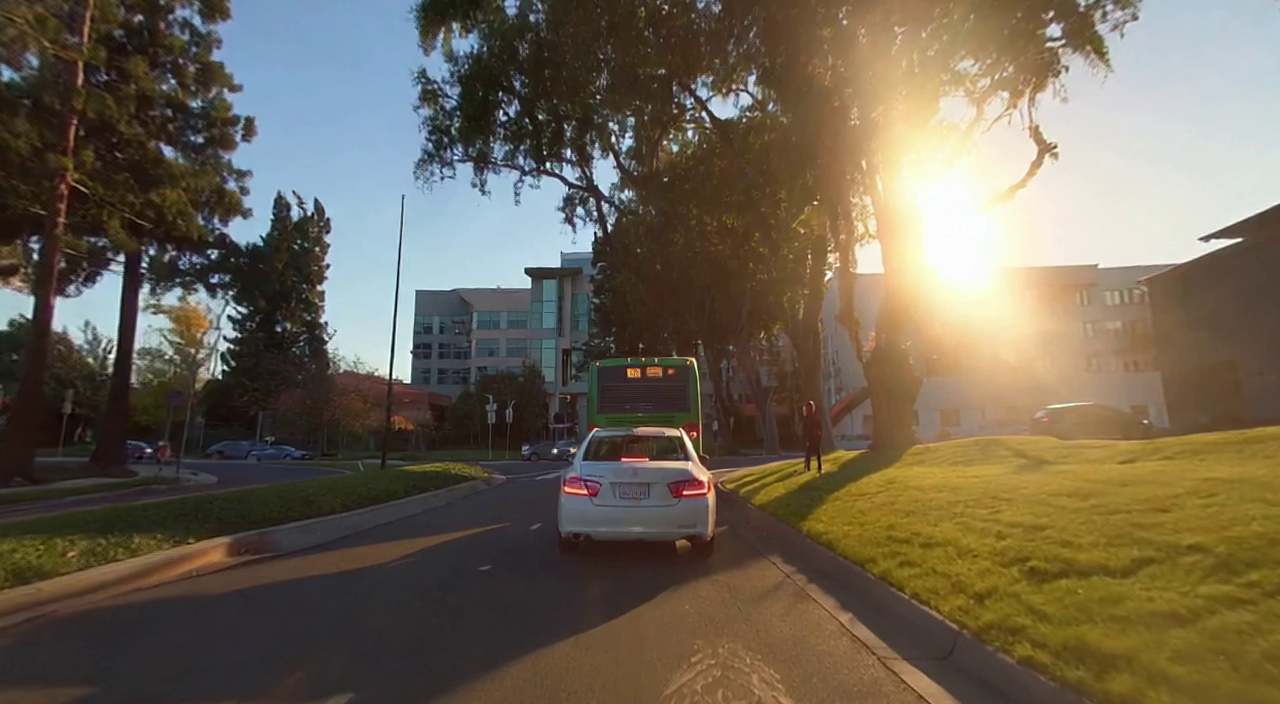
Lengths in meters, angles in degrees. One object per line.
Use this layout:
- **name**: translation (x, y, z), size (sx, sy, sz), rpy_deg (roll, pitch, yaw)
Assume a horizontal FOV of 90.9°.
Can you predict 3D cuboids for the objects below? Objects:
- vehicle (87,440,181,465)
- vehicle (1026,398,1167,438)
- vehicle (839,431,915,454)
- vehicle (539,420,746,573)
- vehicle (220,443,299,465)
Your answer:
- **vehicle**: translation (-32.003, 6.343, 39.956), size (4.473, 1.442, 1.743), rpy_deg (7, -11, -38)
- **vehicle**: translation (18.499, 2.752, 25.658), size (4.359, 1.458, 1.781), rpy_deg (-8, -11, 42)
- **vehicle**: translation (15.781, 6.017, 42.021), size (4.422, 1.457, 1.882), rpy_deg (-5, -10, 29)
- **vehicle**: translation (0.046, 1.704, 8.192), size (2.020, 1.478, 3.922), rpy_deg (0, -8, 1)
- **vehicle**: translation (-25.899, 6.920, 43.073), size (4.403, 1.422, 1.697), rpy_deg (4, -9, -26)
